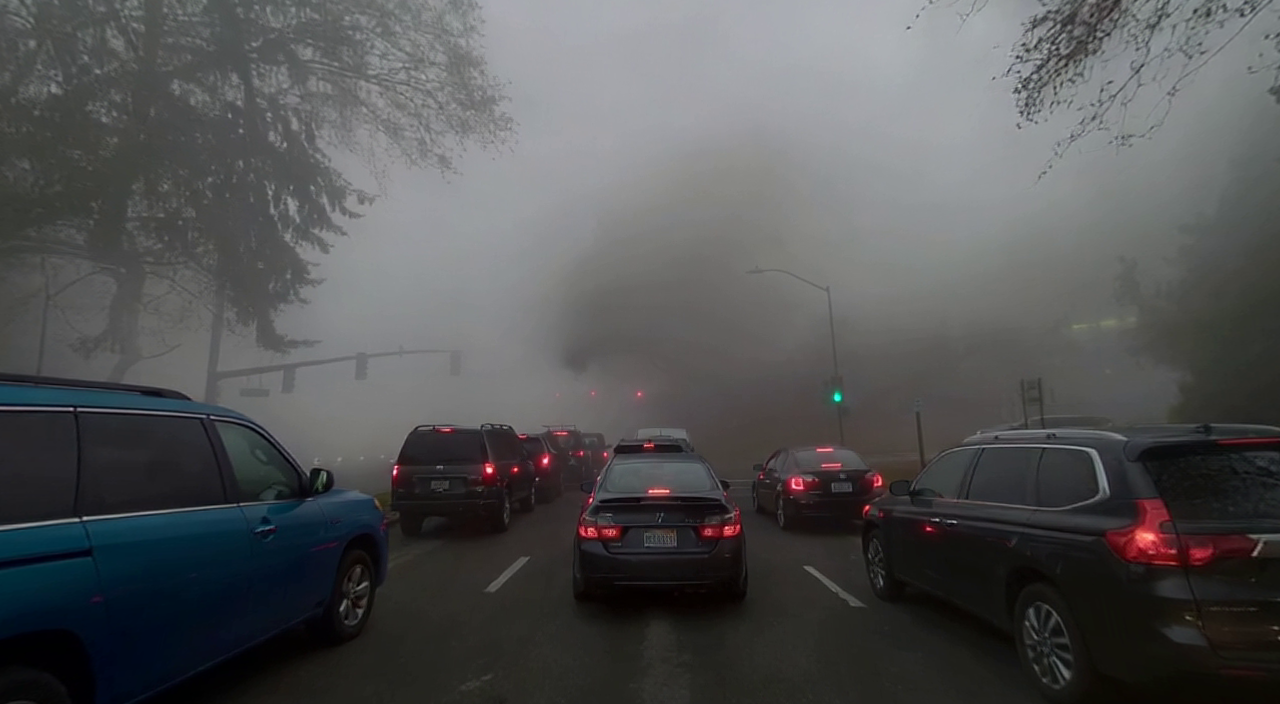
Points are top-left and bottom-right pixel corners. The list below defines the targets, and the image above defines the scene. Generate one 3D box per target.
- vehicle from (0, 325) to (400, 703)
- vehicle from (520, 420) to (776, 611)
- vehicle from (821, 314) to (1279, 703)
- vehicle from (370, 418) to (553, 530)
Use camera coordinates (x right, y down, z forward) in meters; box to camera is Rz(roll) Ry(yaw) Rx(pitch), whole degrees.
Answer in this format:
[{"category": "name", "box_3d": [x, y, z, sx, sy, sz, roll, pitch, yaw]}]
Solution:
[{"category": "vehicle", "box_3d": [-3.126, 0.954, 3.298, 1.982, 1.721, 4.261, 0, -8, 1]}, {"category": "vehicle", "box_3d": [0.028, 1.591, 7.033, 2.021, 1.490, 3.948, 0, -8, -1]}, {"category": "vehicle", "box_3d": [3.215, 1.105, 4.730, 2.141, 1.833, 4.704, 0, -8, -2]}, {"category": "vehicle", "box_3d": [-3.189, 2.304, 12.452, 2.117, 1.772, 4.619, 0, -8, 2]}]
